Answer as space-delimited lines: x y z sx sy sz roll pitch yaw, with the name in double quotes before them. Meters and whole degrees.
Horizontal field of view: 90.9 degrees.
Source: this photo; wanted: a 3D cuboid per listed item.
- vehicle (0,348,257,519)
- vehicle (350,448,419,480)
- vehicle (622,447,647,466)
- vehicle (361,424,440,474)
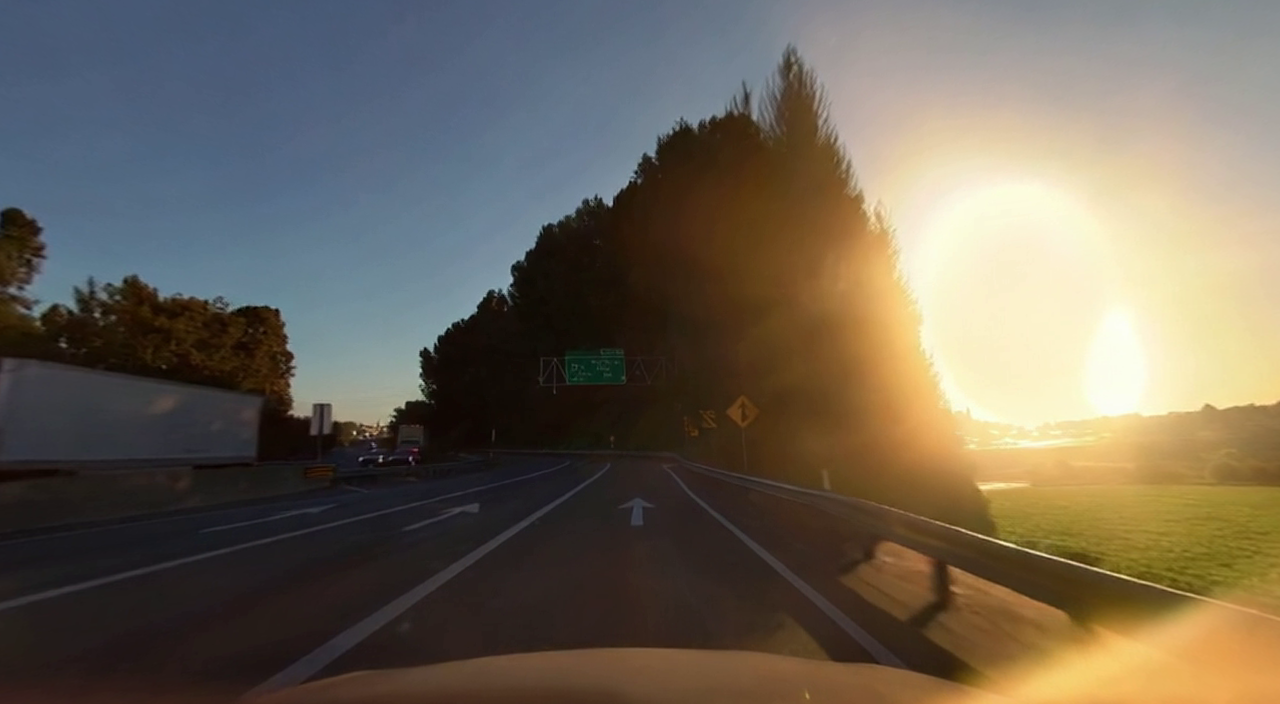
"vehicle" -14.960 2.257 16.724 2.988 3.568 10.170 0 -9 1
"vehicle" -14.808 6.504 36.888 2.144 1.764 4.730 0 -9 -1
"vehicle" -0.396 8.300 49.955 1.807 1.427 3.645 -1 -9 2
"vehicle" -18.797 7.549 49.025 3.061 3.490 8.999 7 -11 -37
